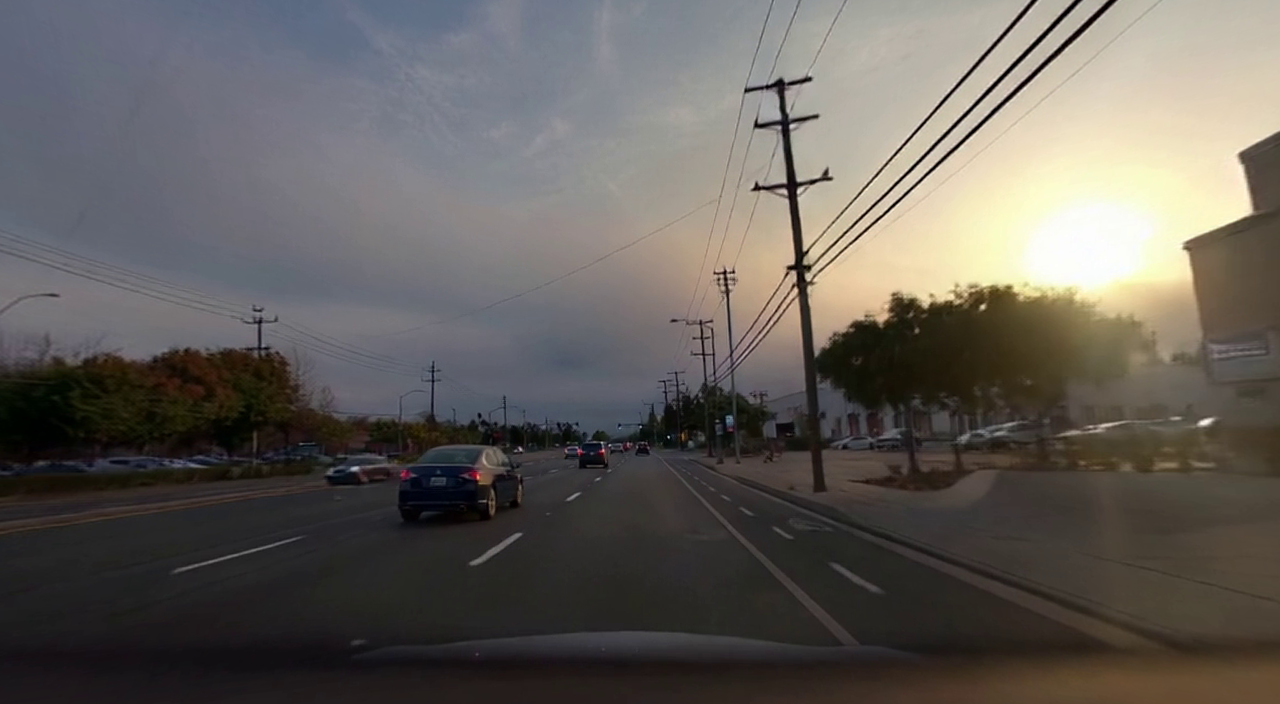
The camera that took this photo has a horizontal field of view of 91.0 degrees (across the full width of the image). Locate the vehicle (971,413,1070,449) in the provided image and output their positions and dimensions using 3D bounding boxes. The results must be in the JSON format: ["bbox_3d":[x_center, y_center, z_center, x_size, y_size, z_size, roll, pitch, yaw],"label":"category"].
[{"bbox_3d":[22.783,4.825,38.058,2.266,1.951,5.849,1,-8,-1],"label":"vehicle"}]

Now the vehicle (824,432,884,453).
[{"bbox_3d":[16.770,7.120,49.317,4.497,1.548,1.997,6,-10,-31],"label":"vehicle"}]

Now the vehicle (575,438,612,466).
[{"bbox_3d":[-3.116,6.777,42.776,2.087,1.736,4.311,0,-9,1],"label":"vehicle"}]

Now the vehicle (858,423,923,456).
[{"bbox_3d":[16.987,5.907,42.634,4.319,1.812,2.020,2,-10,-39],"label":"vehicle"}]

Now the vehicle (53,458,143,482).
[{"bbox_3d":[-40.251,8.763,46.868,4.560,1.649,2.040,1,-9,-6],"label":"vehicle"}]

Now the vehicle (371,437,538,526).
[{"bbox_3d":[-3.494,2.513,12.866,1.942,1.469,4.426,0,-9,2],"label":"vehicle"}]

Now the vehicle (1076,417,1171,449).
[{"bbox_3d":[28.854,4.898,37.755,1.985,1.739,4.397,1,-8,-4],"label":"vehicle"}]
